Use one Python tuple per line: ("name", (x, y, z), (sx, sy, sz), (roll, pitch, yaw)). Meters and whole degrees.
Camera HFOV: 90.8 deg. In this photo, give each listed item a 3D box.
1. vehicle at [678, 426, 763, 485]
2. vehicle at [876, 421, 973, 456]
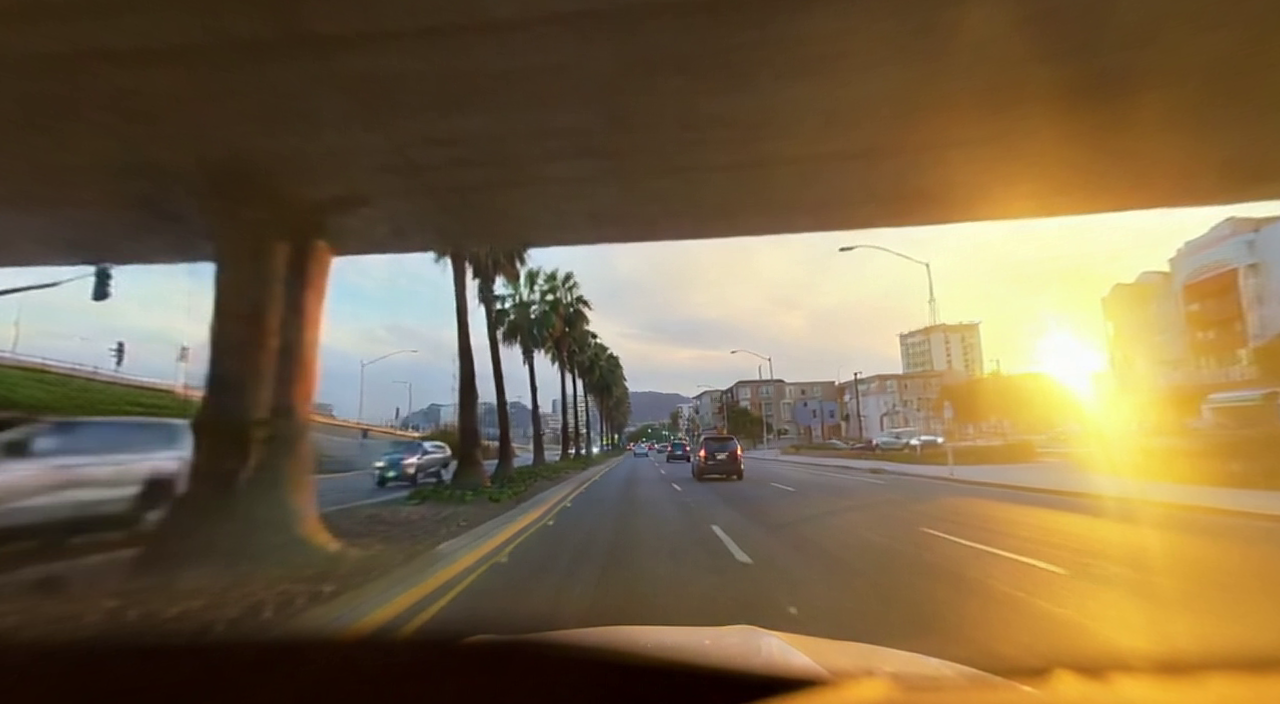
("vehicle", (2.959, 4.020, 24.761), (2.559, 2.017, 5.562), (0, -9, 0))
("vehicle", (19.583, 6.072, 43.906), (2.305, 2.084, 6.115), (1, -10, -21))
